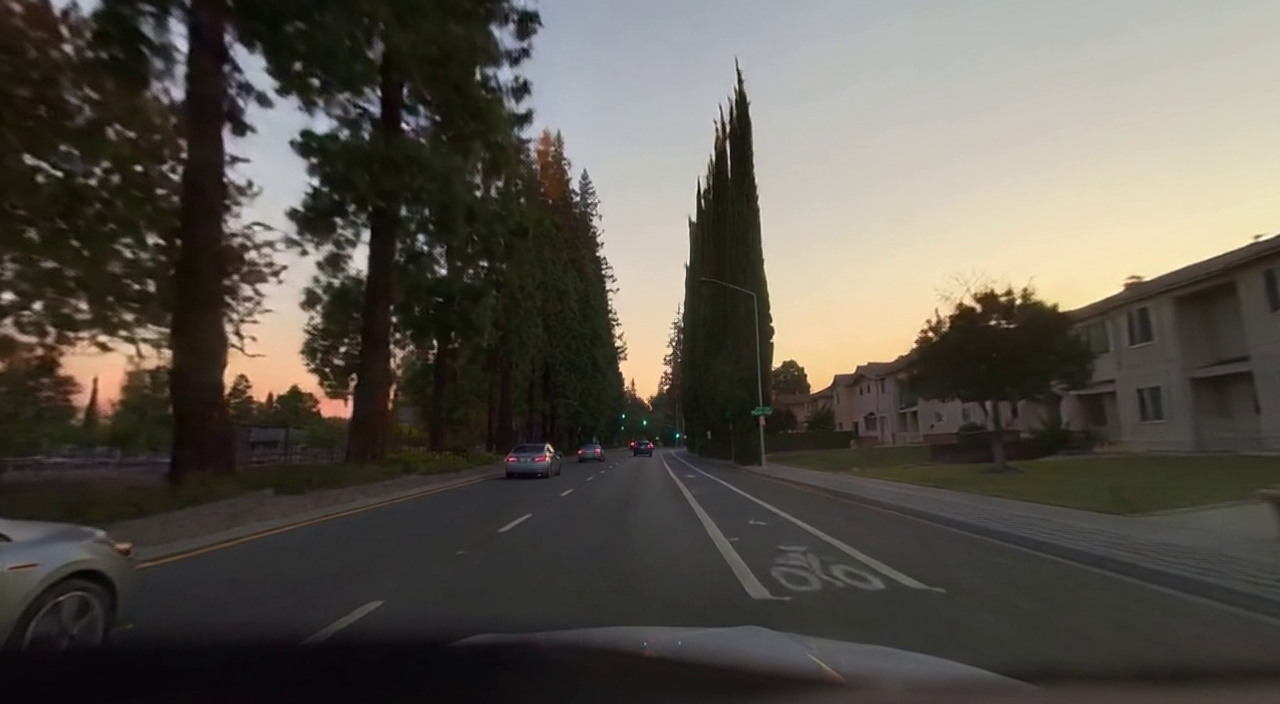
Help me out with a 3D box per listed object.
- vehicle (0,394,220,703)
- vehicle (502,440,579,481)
[{"bbox_3d":[-3.957,0.813,1.713,2.190,1.545,4.943,0,-8,0],"label":"vehicle"},{"bbox_3d":[-3.798,4.233,25.038,2.188,1.473,4.651,0,-8,2],"label":"vehicle"}]
